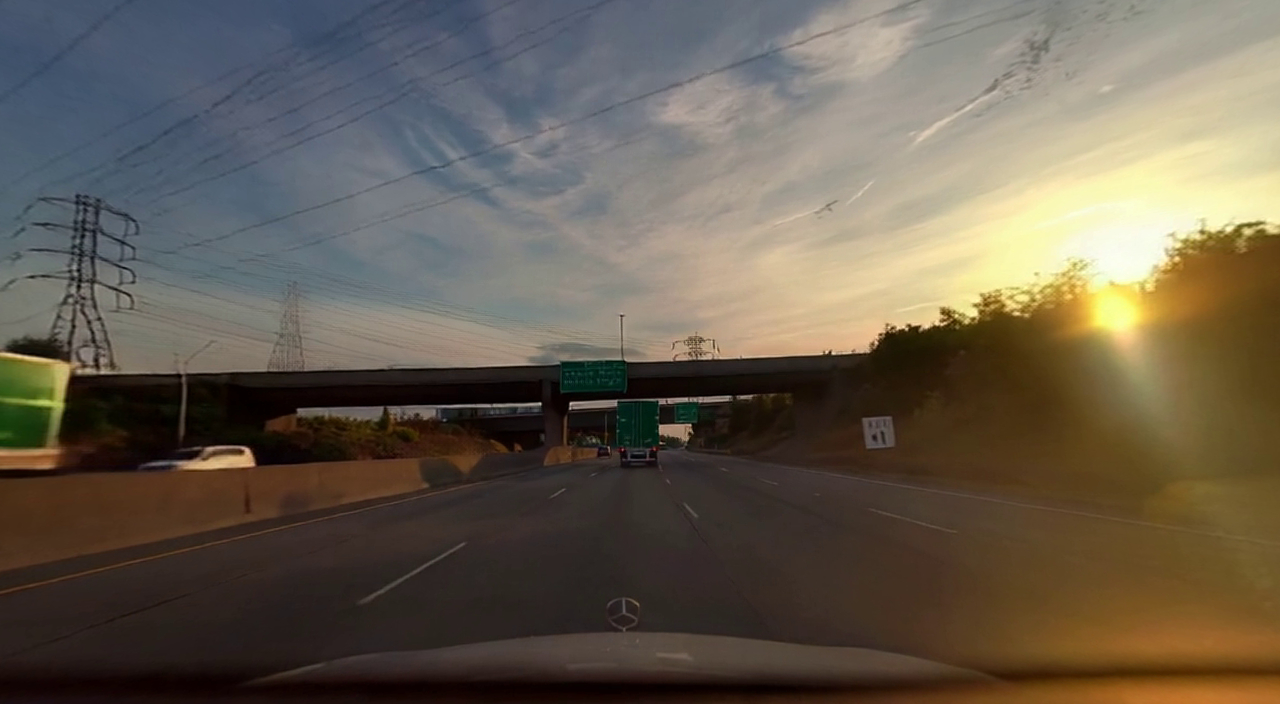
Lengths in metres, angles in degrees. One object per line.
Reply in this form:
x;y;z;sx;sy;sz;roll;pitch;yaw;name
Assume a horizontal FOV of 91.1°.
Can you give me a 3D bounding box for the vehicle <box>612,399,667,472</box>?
-0.115;5.607;41.285;3.025;4.002;12.709;0;-9;-1;vehicle
